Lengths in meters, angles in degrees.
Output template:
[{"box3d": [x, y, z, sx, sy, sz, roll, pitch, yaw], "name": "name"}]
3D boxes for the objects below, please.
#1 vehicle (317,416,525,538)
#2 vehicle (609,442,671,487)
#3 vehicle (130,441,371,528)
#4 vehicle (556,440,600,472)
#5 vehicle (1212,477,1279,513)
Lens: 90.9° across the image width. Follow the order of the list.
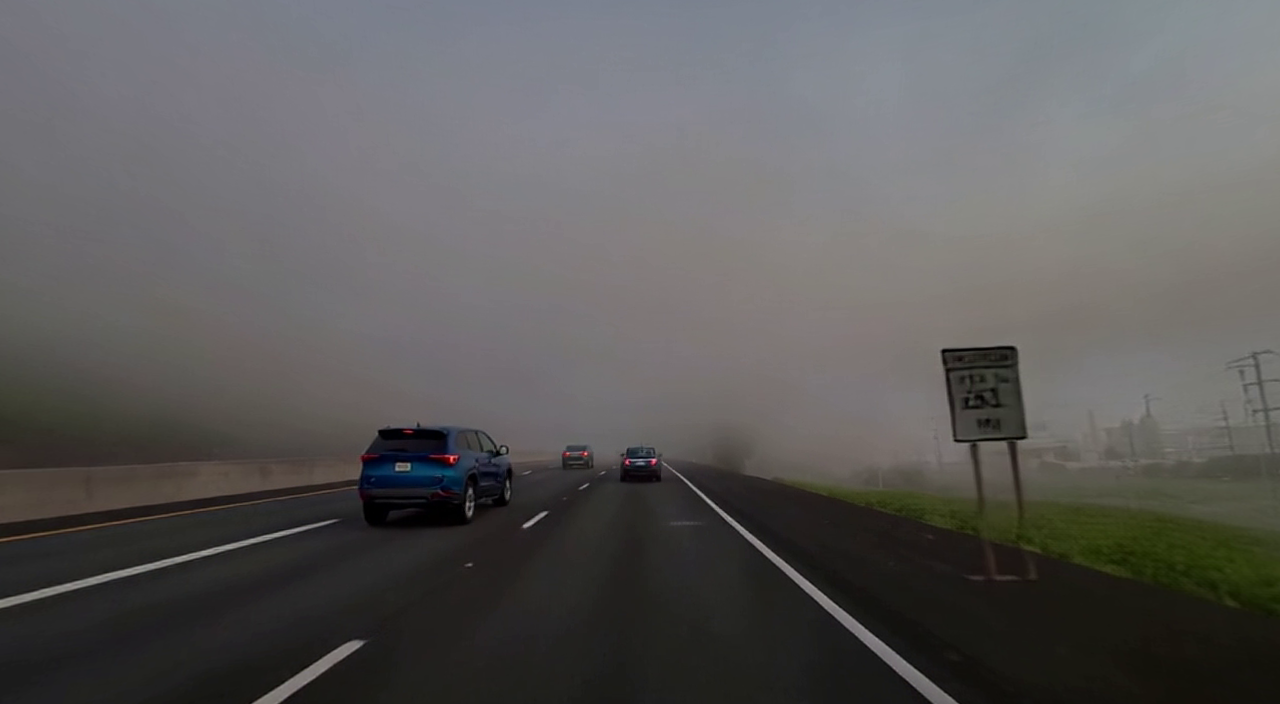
[{"box3d": [-3.662, 2.191, 11.648, 2.133, 1.789, 4.518, -1, -8, 1], "name": "vehicle"}, {"box3d": [-0.010, 3.988, 22.712, 2.047, 1.473, 3.978, 0, -8, 0], "name": "vehicle"}, {"box3d": [-7.726, 2.638, 13.251, 1.943, 1.469, 4.782, 0, -8, 1], "name": "vehicle"}, {"box3d": [-3.560, 6.052, 36.809, 1.993, 1.717, 4.321, -1, -8, 2], "name": "vehicle"}, {"box3d": [31.627, 7.314, 32.402, 1.844, 1.467, 4.653, -4, -9, 24], "name": "vehicle"}]
